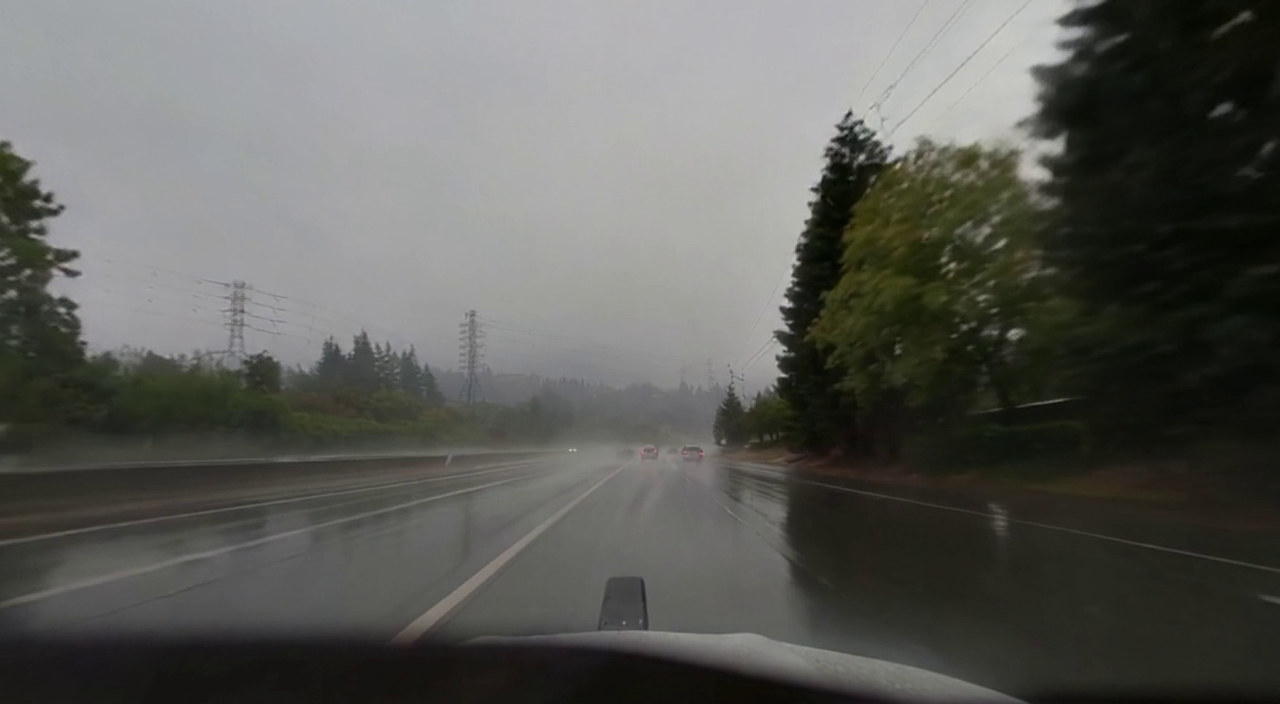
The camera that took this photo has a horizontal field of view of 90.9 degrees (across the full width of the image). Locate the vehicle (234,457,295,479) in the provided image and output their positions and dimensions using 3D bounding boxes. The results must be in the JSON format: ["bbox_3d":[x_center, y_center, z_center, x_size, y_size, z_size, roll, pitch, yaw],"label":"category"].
[{"bbox_3d":[-27.904,8.611,47.039,1.838,1.474,4.224,0,-8,2],"label":"vehicle"}]
